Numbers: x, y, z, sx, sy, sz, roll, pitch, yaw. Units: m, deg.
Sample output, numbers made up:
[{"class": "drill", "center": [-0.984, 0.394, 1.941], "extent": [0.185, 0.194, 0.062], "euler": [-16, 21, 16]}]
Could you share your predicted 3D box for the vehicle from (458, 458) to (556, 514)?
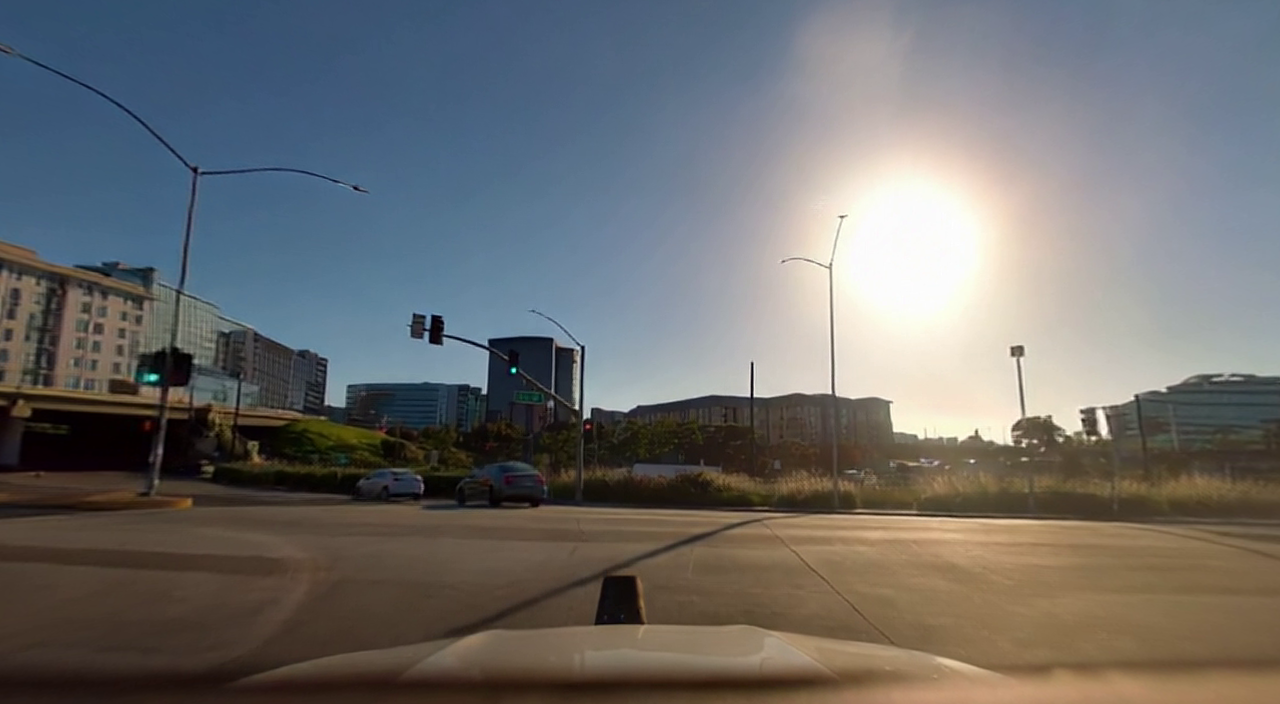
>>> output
[{"class": "vehicle", "center": [-4.283, 4.119, 19.918], "extent": [2.048, 1.516, 3.874], "euler": [4, -10, -27]}]

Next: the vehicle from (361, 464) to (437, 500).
[{"class": "vehicle", "center": [-12.127, 6.479, 31.701], "extent": [3.852, 1.605, 2.007], "euler": [-9, -13, 43]}]
